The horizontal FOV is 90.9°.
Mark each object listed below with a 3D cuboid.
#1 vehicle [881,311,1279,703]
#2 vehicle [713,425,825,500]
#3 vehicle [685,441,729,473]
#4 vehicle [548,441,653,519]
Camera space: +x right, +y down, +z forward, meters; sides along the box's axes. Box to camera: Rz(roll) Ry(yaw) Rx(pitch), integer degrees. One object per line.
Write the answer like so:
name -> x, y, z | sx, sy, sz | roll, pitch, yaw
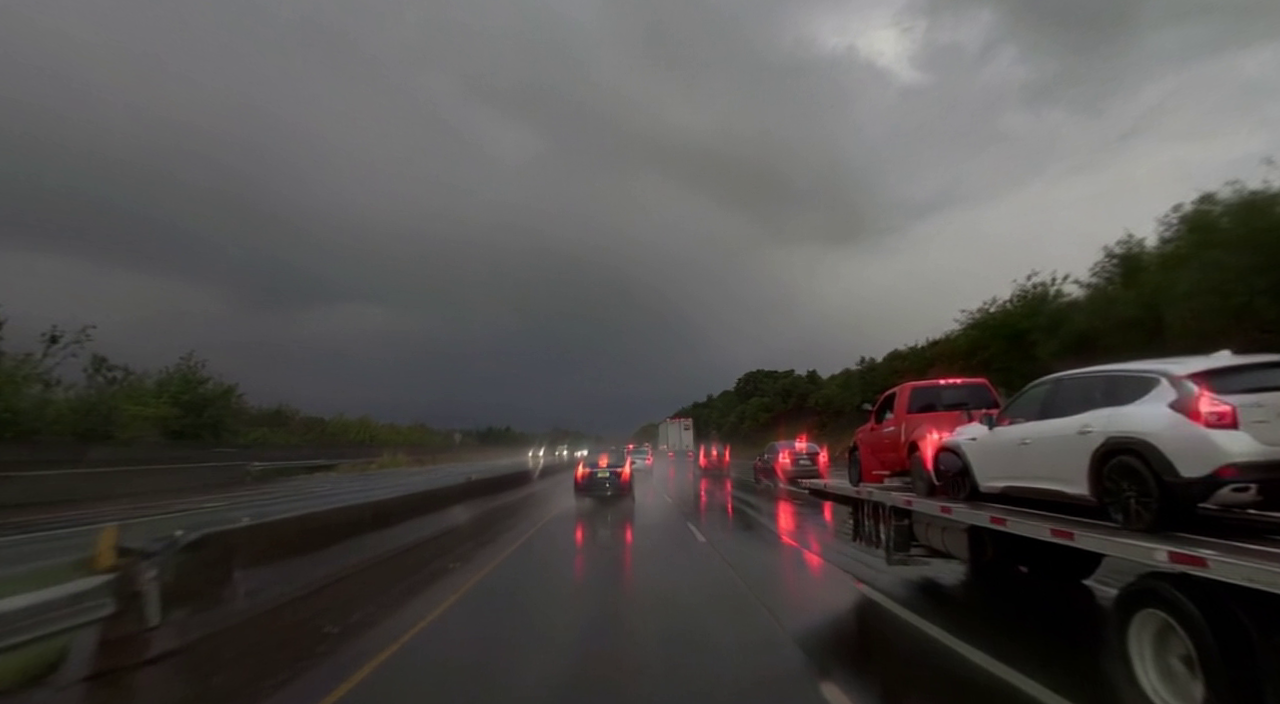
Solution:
vehicle -> 3.427, 0.992, 4.013 | 1.959, 1.783, 4.407 | 0, -9, -1
vehicle -> 3.535, 3.138, 18.179 | 2.303, 1.889, 3.920 | 0, -9, -1
vehicle -> 3.710, 5.931, 35.661 | 1.938, 1.660, 4.223 | 0, -9, -1
vehicle -> -0.732, 2.735, 13.886 | 1.991, 1.466, 3.675 | 0, -9, 0
